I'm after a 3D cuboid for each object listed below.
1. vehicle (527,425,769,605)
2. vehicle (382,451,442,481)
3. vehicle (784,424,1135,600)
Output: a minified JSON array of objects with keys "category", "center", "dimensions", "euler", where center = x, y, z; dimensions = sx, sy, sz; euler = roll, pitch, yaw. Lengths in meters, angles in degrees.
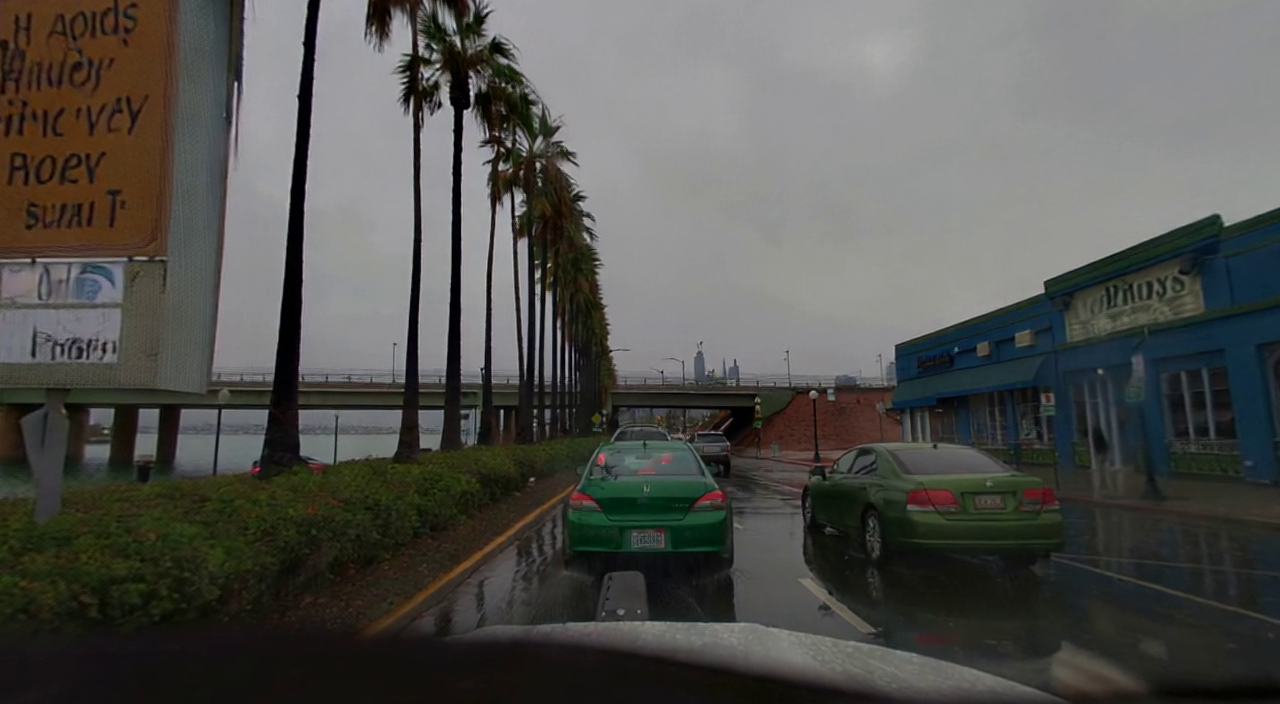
[{"category":"vehicle","center":[0.061,1.669,7.276],"dimensions":[2.048,1.503,3.681],"euler":[0,-9,0]},{"category":"vehicle","center":[-14.954,7.468,41.679],"dimensions":[2.104,1.802,4.852],"euler":[0,-9,0]},{"category":"vehicle","center":[3.267,1.717,7.716],"dimensions":[1.920,1.490,4.417],"euler":[0,-9,-1]}]
